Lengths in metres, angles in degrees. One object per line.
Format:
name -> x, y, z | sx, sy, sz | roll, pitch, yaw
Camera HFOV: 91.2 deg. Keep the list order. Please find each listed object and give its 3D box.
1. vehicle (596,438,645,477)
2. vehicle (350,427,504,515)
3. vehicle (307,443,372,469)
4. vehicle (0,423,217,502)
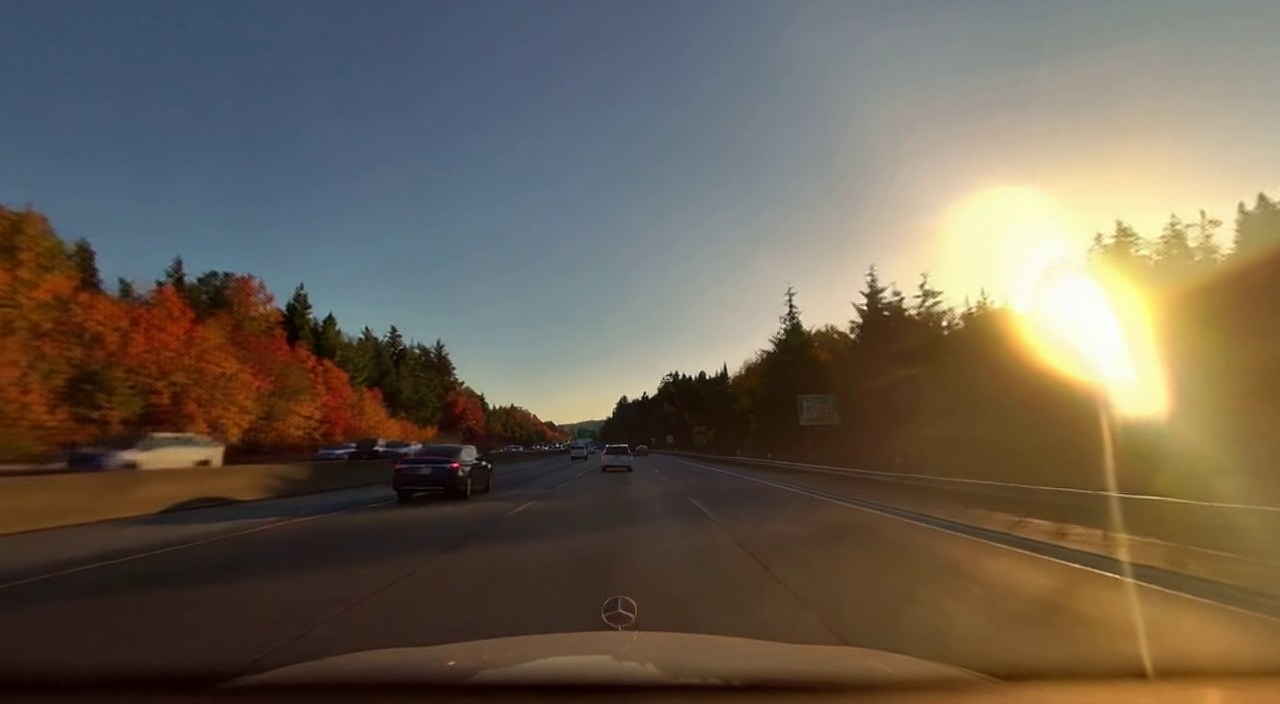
vehicle -> -0.906, 4.853, 29.012 | 2.115, 1.661, 4.049 | 0, -9, -2
vehicle -> -4.695, 2.699, 14.695 | 1.974, 1.688, 4.727 | 0, -9, -1
vehicle -> -18.363, 6.362, 38.503 | 1.836, 1.468, 4.497 | 0, -9, -1
vehicle -> -13.029, 2.680, 15.489 | 2.045, 1.647, 4.454 | 0, -9, -1
